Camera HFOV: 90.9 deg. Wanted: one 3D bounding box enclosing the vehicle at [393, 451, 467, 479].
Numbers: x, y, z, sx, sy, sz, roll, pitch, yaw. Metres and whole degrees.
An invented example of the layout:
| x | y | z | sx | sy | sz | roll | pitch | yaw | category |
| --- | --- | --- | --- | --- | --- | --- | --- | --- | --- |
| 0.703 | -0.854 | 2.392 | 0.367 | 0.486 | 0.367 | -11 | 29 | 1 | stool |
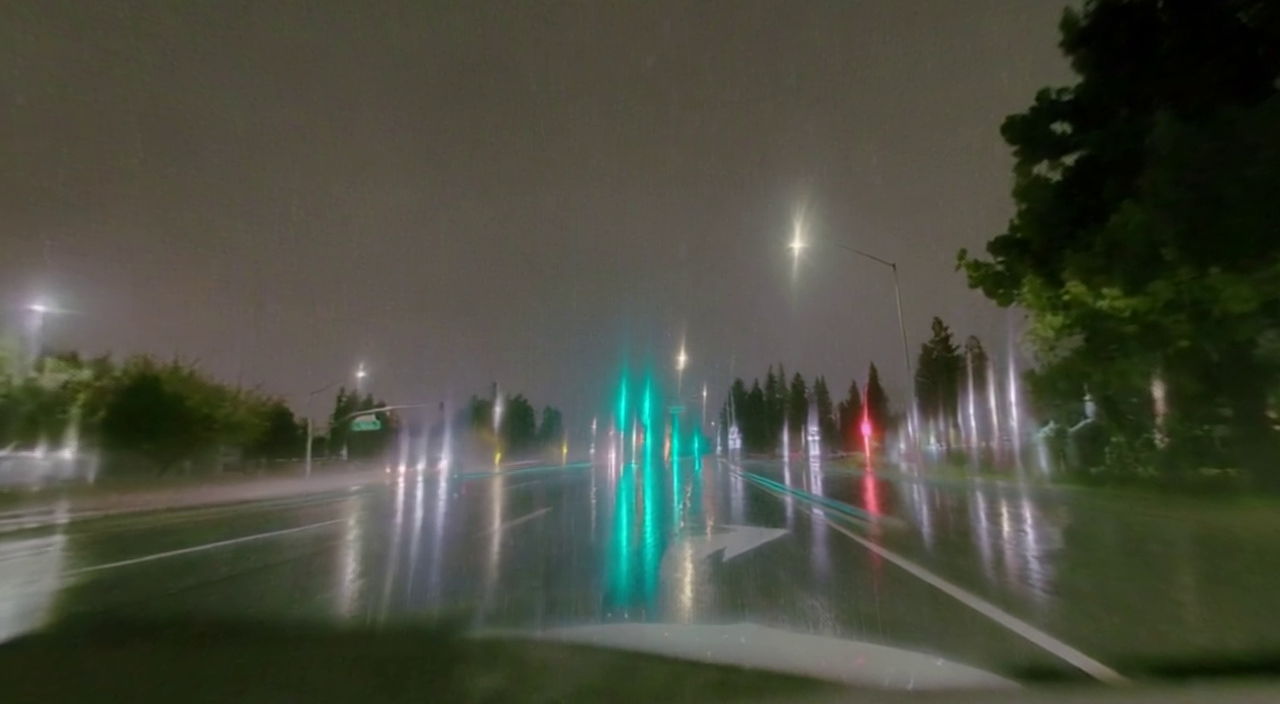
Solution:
| x | y | z | sx | sy | sz | roll | pitch | yaw | category |
| --- | --- | --- | --- | --- | --- | --- | --- | --- | --- |
| -11.564 | 6.236 | 35.096 | 2.240 | 1.452 | 4.518 | -1 | -9 | 5 | vehicle |
